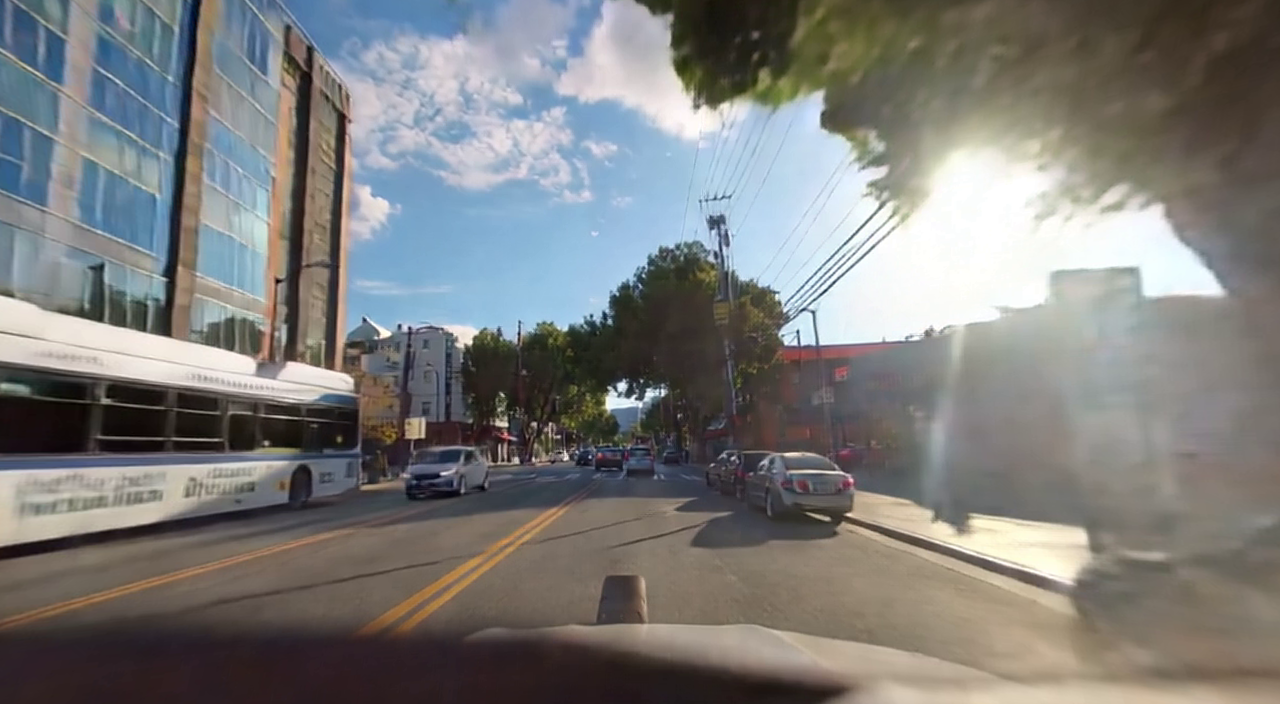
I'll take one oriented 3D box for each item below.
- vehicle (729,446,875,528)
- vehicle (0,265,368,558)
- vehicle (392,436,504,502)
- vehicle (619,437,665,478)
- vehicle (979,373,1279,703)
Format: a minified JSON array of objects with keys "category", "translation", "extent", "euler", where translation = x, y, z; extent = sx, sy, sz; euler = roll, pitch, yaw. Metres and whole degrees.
[{"category":"vehicle","translation":[3.299,2.835,13.902],"extent":[2.018,1.474,4.524],"euler":[0,-9,0]},{"category":"vehicle","translation":[-9.416,1.320,11.302],"extent":[3.022,3.627,13.129],"euler":[-1,-9,1]},{"category":"vehicle","translation":[-5.593,3.457,19.058],"extent":[2.050,1.763,4.119],"euler":[0,-9,0]},{"category":"vehicle","translation":[0.141,5.269,31.609],"extent":[2.127,1.893,4.194],"euler":[0,-9,1]},{"category":"vehicle","translation":[3.237,0.874,2.124],"extent":[1.878,1.621,4.135],"euler":[0,-9,0]}]
